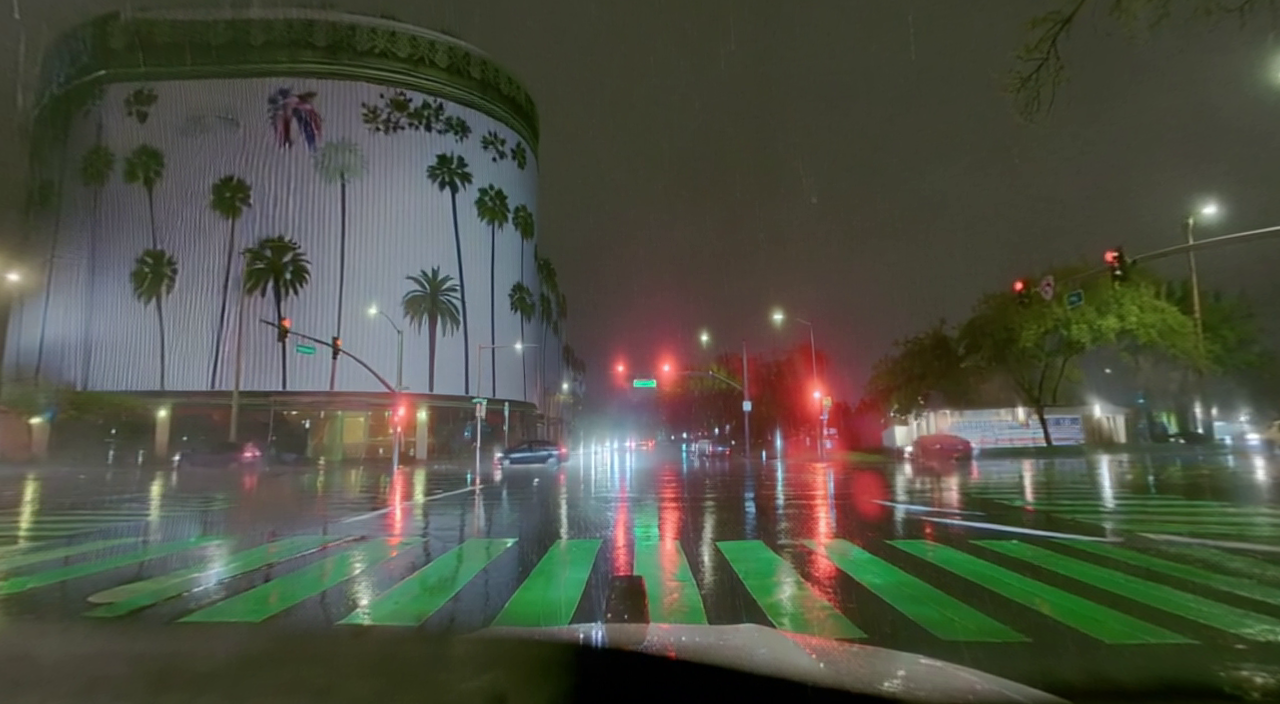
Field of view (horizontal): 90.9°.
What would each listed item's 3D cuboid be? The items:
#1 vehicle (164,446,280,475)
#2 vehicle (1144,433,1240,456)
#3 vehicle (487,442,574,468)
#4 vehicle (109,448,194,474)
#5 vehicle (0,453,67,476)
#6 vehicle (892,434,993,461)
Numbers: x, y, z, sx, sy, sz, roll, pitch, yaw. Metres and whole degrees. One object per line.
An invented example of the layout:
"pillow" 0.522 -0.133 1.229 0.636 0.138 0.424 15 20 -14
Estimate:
"vehicle" -22.096 5.738 33.454 4.875 1.461 1.777 0 -8 1
"vehicle" 36.049 6.026 41.257 4.606 1.449 1.687 0 -8 1
"vehicle" -6.427 6.066 37.245 4.784 1.465 1.798 0 -8 1
"vehicle" -33.078 7.392 42.765 4.136 1.661 1.857 0 -8 0
"vehicle" -41.664 7.622 42.778 3.698 1.508 1.779 0 -8 1
"vehicle" 17.524 5.554 36.658 4.893 1.458 1.791 0 -8 0
